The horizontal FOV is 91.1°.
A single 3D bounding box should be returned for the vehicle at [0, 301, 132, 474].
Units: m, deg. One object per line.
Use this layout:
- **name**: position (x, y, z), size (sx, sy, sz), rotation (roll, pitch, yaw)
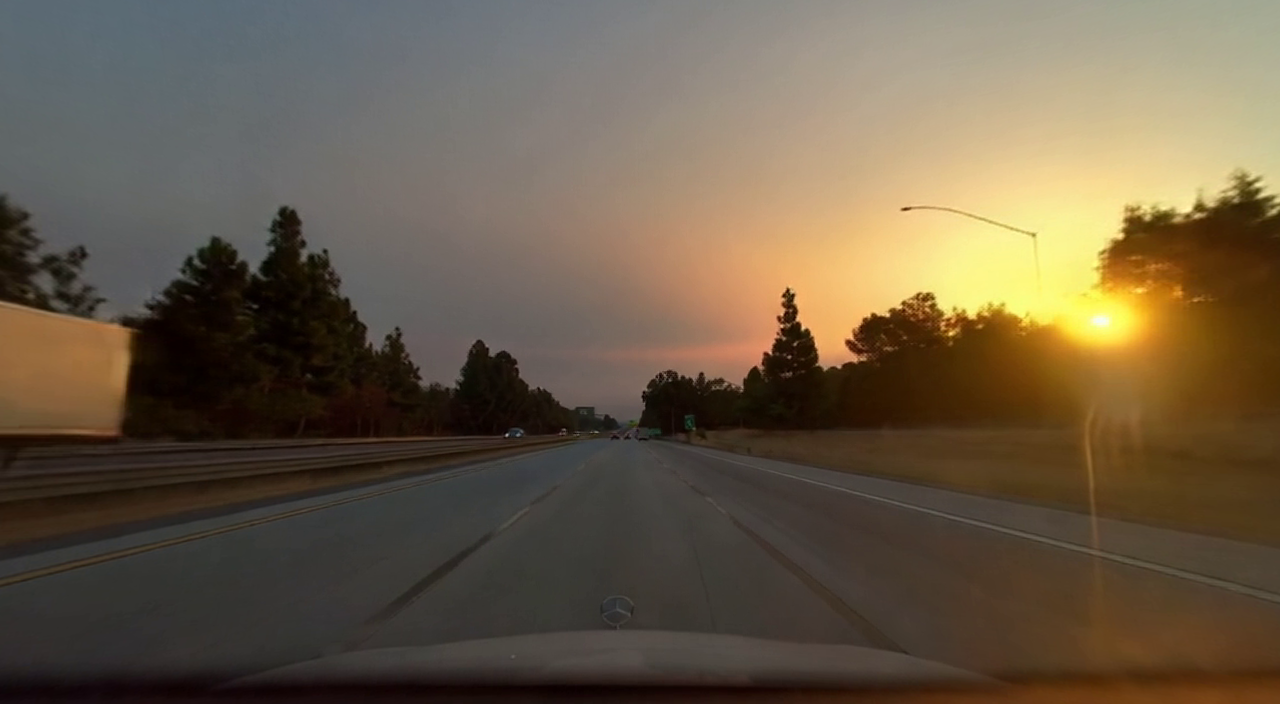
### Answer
- **vehicle**: position (-16.469, 0.408, 11.594), size (2.929, 4.048, 13.972), rotation (0, -8, -2)
